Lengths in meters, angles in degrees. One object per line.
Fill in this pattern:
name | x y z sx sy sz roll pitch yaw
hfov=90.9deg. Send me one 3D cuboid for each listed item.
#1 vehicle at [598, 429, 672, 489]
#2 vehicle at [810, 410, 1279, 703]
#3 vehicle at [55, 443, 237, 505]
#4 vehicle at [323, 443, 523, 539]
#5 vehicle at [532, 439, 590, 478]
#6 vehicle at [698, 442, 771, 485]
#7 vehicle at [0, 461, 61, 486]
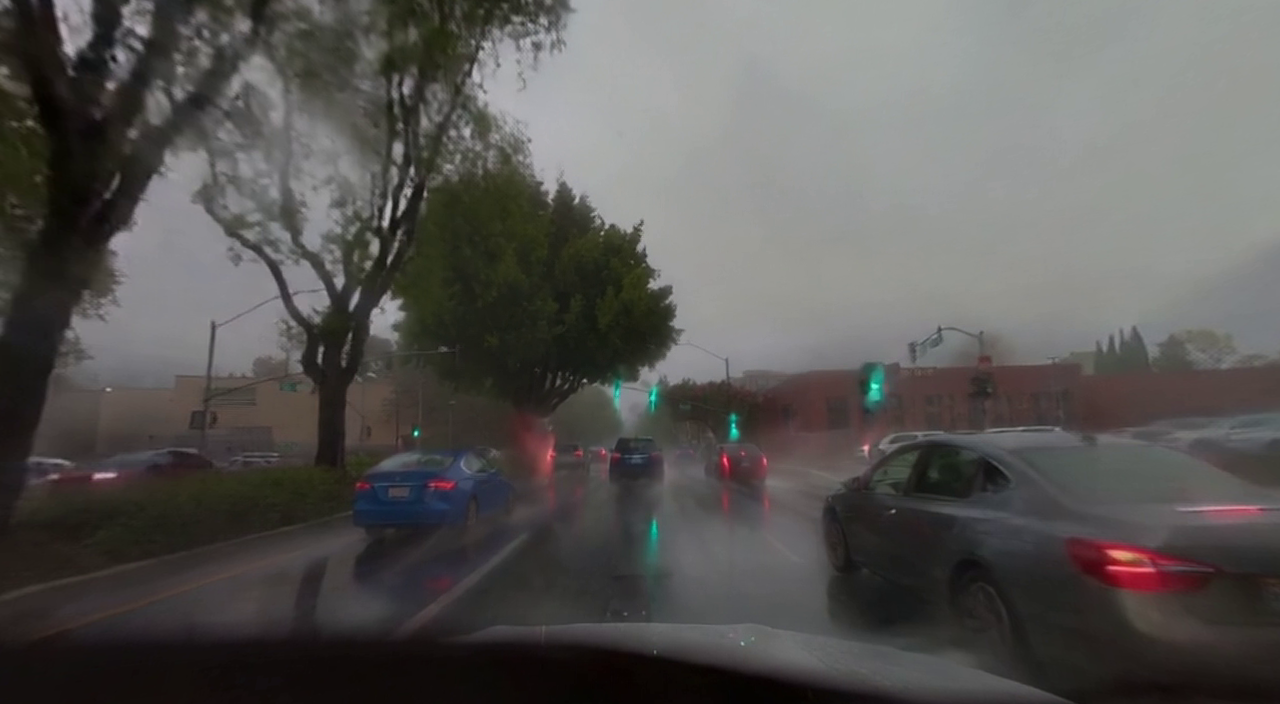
vehicle | -0.163 3.746 22.462 2.361 1.898 4.465 0 -8 0
vehicle | 3.003 1.308 4.961 2.052 1.475 4.540 0 -8 0
vehicle | -16.189 3.980 21.103 2.205 1.795 4.757 0 -8 0
vehicle | -3.529 2.314 11.173 2.115 1.369 3.908 0 -8 0
vehicle | -3.570 4.863 29.099 2.130 1.645 3.995 0 -8 0
vehicle | 3.492 4.189 24.151 2.058 1.472 4.317 0 -8 -1
vehicle | -40.512 7.909 41.159 4.552 1.492 1.882 -3 -8 19
